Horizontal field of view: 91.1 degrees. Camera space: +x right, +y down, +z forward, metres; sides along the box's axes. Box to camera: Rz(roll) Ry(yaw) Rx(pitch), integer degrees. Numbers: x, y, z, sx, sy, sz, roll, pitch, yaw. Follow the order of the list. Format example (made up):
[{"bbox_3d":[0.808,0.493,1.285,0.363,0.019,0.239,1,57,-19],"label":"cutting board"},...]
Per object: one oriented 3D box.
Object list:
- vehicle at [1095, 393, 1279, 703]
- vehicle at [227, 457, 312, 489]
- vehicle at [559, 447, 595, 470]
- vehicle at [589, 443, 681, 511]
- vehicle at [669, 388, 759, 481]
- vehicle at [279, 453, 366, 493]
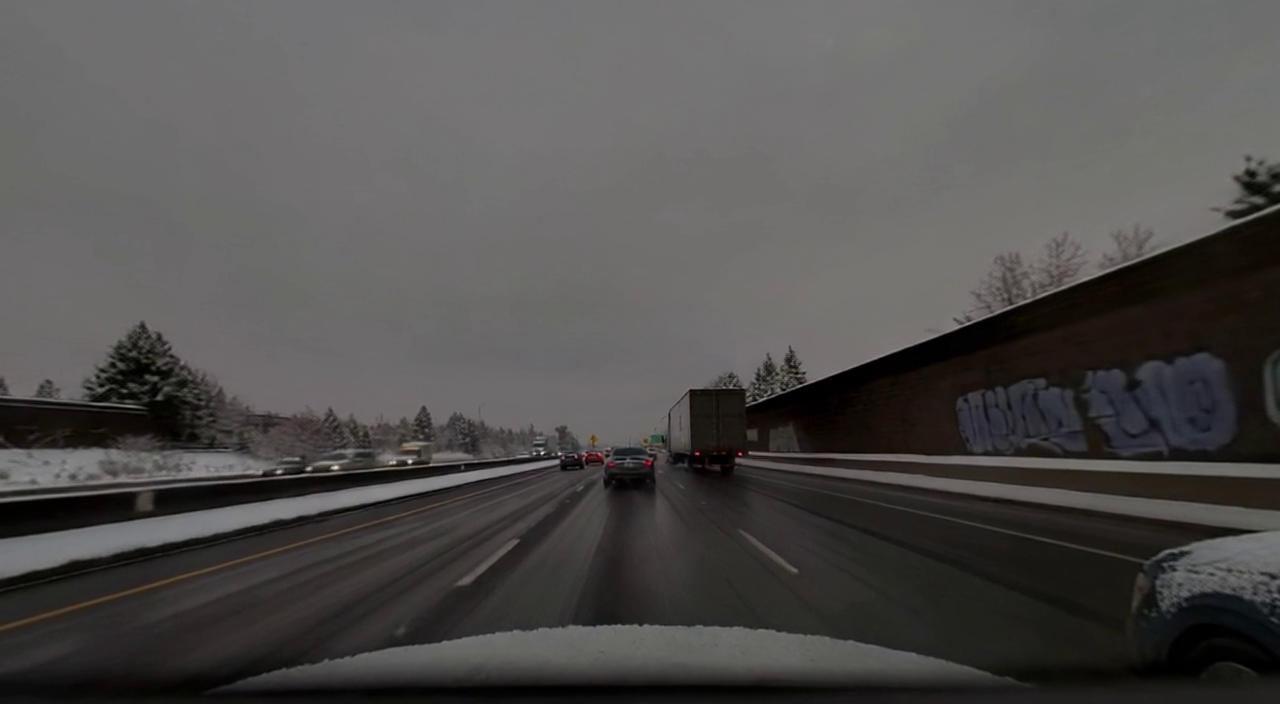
[{"bbox_3d":[3.351,0.664,0.766,1.996,1.497,4.754,0,-9,0],"label":"vehicle"},{"bbox_3d":[-20.926,6.832,35.754,2.073,1.552,4.501,0,-9,0],"label":"vehicle"},{"bbox_3d":[-4.343,7.388,43.778,2.067,1.481,4.085,-1,-9,0],"label":"vehicle"},{"bbox_3d":[-0.190,3.091,16.030,2.033,1.468,4.015,0,-9,-2],"label":"vehicle"},{"bbox_3d":[3.548,4.645,34.423,2.902,4.014,14.446,0,-9,-1],"label":"vehicle"},{"bbox_3d":[-12.348,4.682,24.668,1.670,1.394,3.398,0,-9,-1],"label":"vehicle"}]
